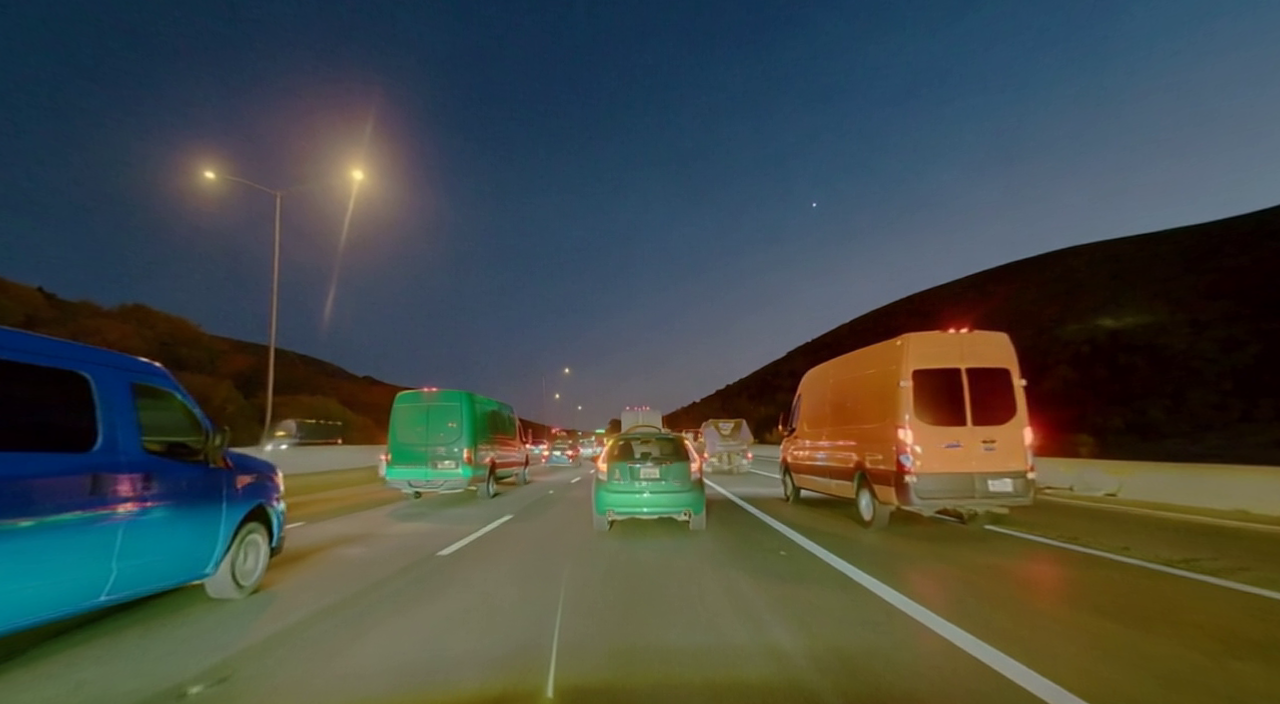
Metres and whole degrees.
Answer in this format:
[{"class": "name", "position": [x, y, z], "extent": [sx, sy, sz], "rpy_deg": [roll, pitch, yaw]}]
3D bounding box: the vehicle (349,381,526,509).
[{"class": "vehicle", "position": [-4.546, 2.264, 15.441], "extent": [2.300, 2.522, 5.701], "rpy_deg": [-1, -8, 1]}]

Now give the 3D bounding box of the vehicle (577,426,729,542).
[{"class": "vehicle", "position": [0.132, 2.040, 10.374], "extent": [2.003, 1.499, 3.930], "rpy_deg": [0, -8, -1]}]

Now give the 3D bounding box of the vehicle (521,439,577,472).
[{"class": "vehicle", "position": [-4.295, 4.965, 30.470], "extent": [2.007, 1.457, 4.447], "rpy_deg": [-1, -8, 1]}]

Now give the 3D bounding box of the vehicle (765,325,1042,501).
[{"class": "vehicle", "position": [6.914, 2.124, 19.537], "extent": [2.977, 3.878, 11.111], "rpy_deg": [0, -8, -5]}]

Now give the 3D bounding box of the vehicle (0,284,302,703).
[{"class": "vehicle", "position": [-4.249, 0.709, 3.013], "extent": [2.195, 2.086, 5.445], "rpy_deg": [0, -8, 0]}]
